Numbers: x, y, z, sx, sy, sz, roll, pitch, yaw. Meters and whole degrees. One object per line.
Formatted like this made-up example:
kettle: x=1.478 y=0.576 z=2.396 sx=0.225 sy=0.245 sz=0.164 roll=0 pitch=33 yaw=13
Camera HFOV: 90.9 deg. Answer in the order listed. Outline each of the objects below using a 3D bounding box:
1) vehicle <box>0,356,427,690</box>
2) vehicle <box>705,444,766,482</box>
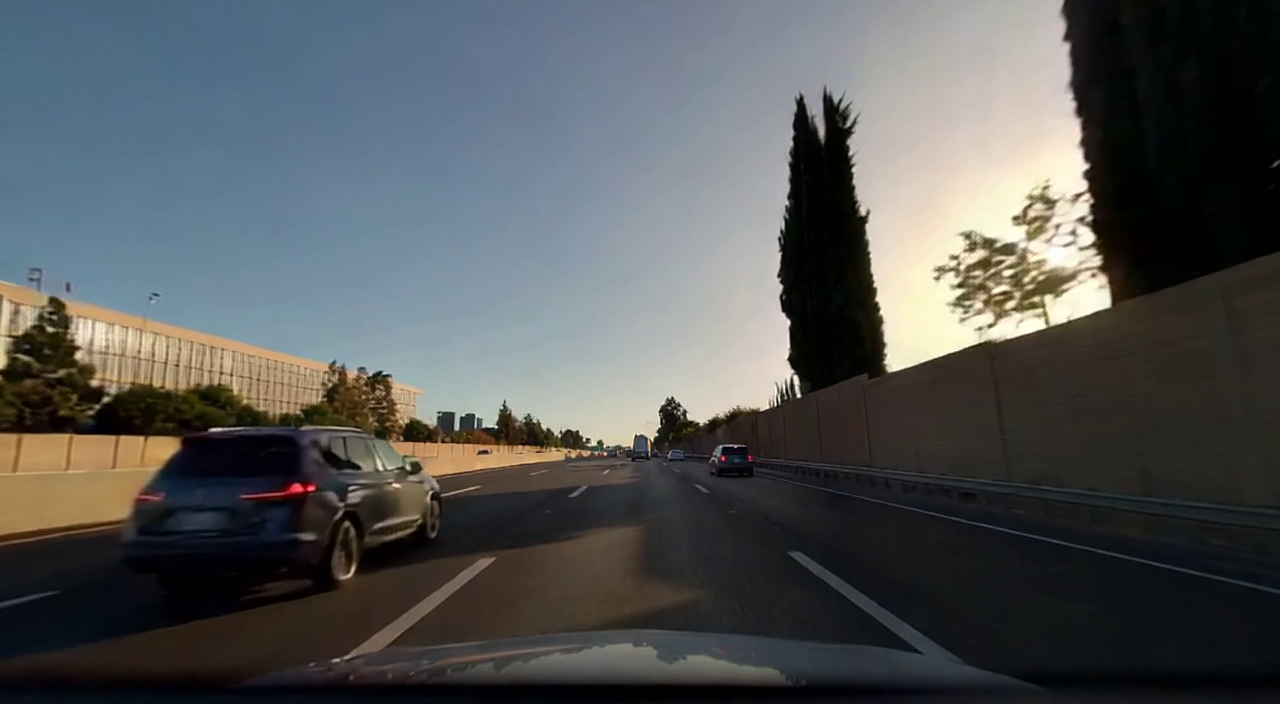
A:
vehicle: x=-3.730 y=1.262 z=5.688 sx=2.014 sy=1.811 sz=4.369 roll=0 pitch=-9 yaw=1
vehicle: x=4.178 y=4.936 z=28.312 sx=1.973 sy=1.536 sz=4.337 roll=0 pitch=-9 yaw=-1
